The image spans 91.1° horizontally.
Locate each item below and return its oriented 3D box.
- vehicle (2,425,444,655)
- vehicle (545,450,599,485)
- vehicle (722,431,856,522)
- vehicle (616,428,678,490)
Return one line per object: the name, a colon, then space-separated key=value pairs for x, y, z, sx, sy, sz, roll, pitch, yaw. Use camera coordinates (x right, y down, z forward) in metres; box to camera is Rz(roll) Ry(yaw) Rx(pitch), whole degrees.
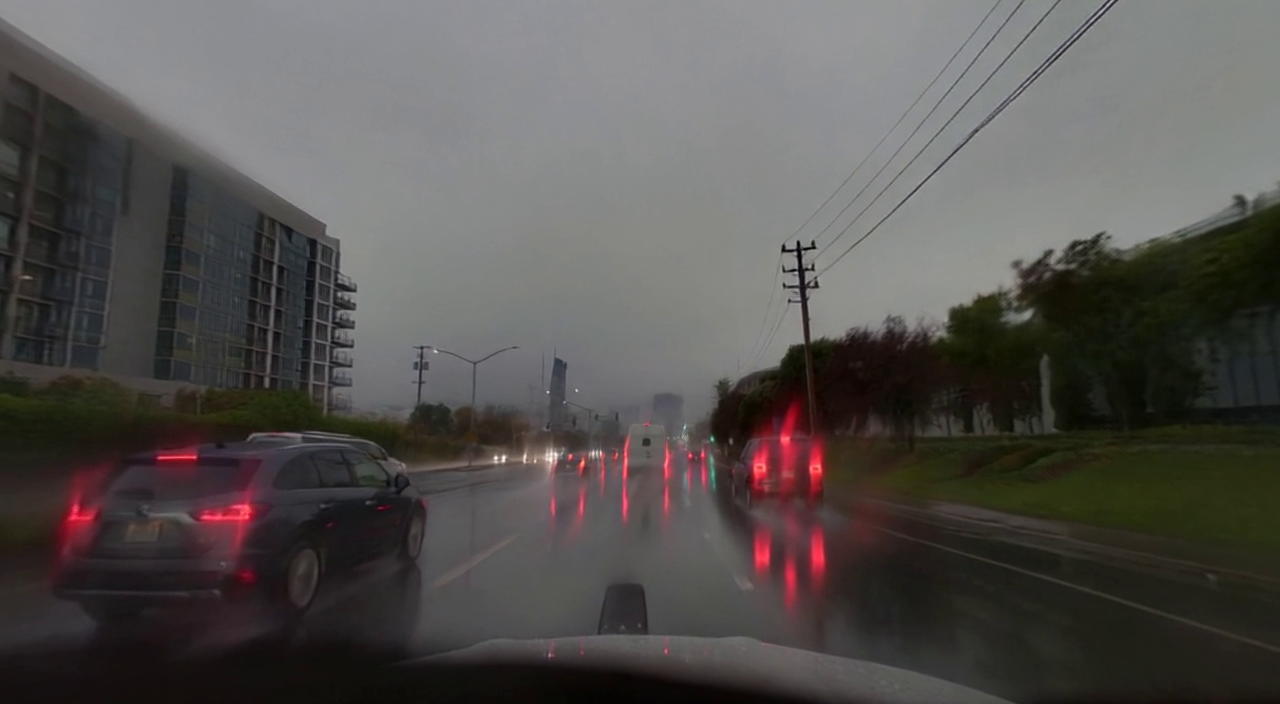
vehicle: x=-3.628 y=1.647 z=6.488 sx=1.934 sy=1.643 sz=3.718 roll=0 pitch=-9 yaw=1
vehicle: x=-3.241 y=5.649 z=30.961 sx=1.984 sy=1.567 sz=4.311 roll=0 pitch=-9 yaw=3
vehicle: x=3.484 y=3.006 z=15.737 sx=2.283 sy=1.923 sz=4.427 roll=0 pitch=-9 yaw=1
vehicle: x=0.458 y=4.707 z=28.029 sx=2.457 sy=2.440 sz=5.486 roll=-1 pitch=-9 yaw=4
